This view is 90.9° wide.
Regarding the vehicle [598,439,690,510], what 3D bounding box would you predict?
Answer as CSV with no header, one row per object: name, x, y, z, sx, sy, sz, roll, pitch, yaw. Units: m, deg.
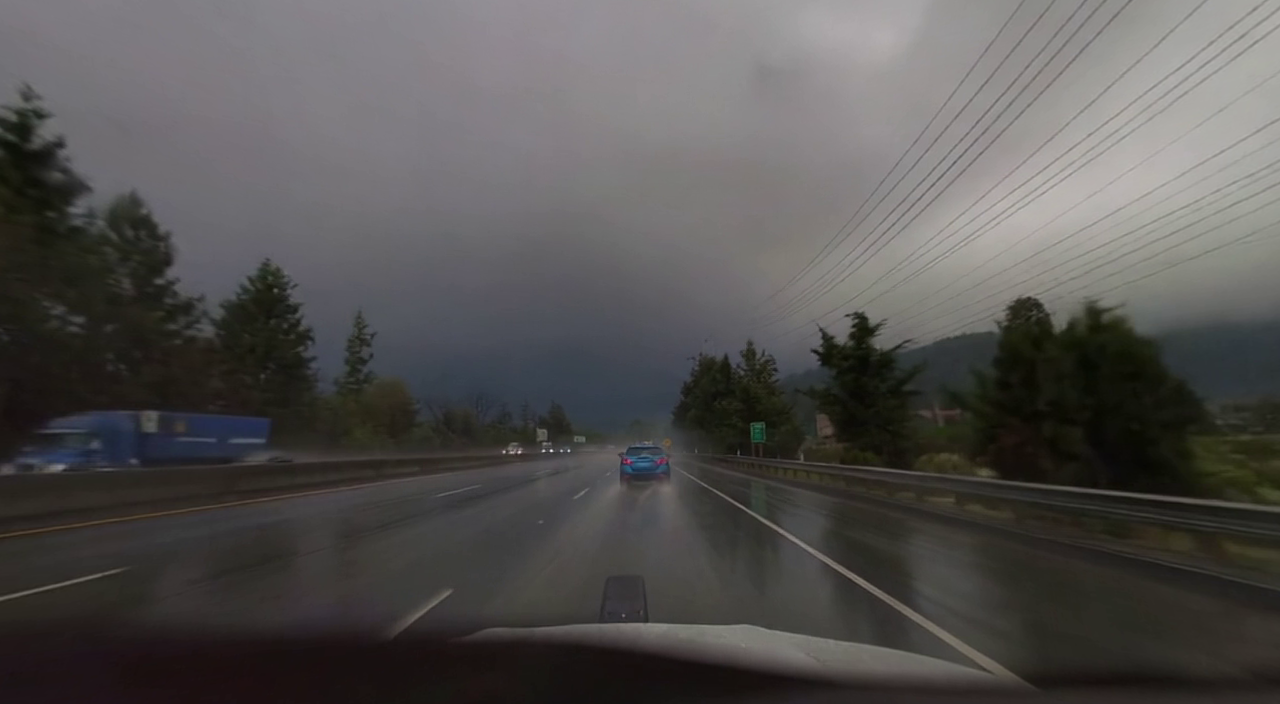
vehicle,0.077,2.969,15.703,1.966,1.499,4.298,0,-9,0

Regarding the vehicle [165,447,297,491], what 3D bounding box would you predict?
vehicle,-15.731,4.496,24.612,1.985,1.504,4.648,0,-9,1

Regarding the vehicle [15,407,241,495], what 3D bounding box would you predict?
vehicle,-23.984,4.789,30.578,2.966,3.582,9.355,0,-9,0
